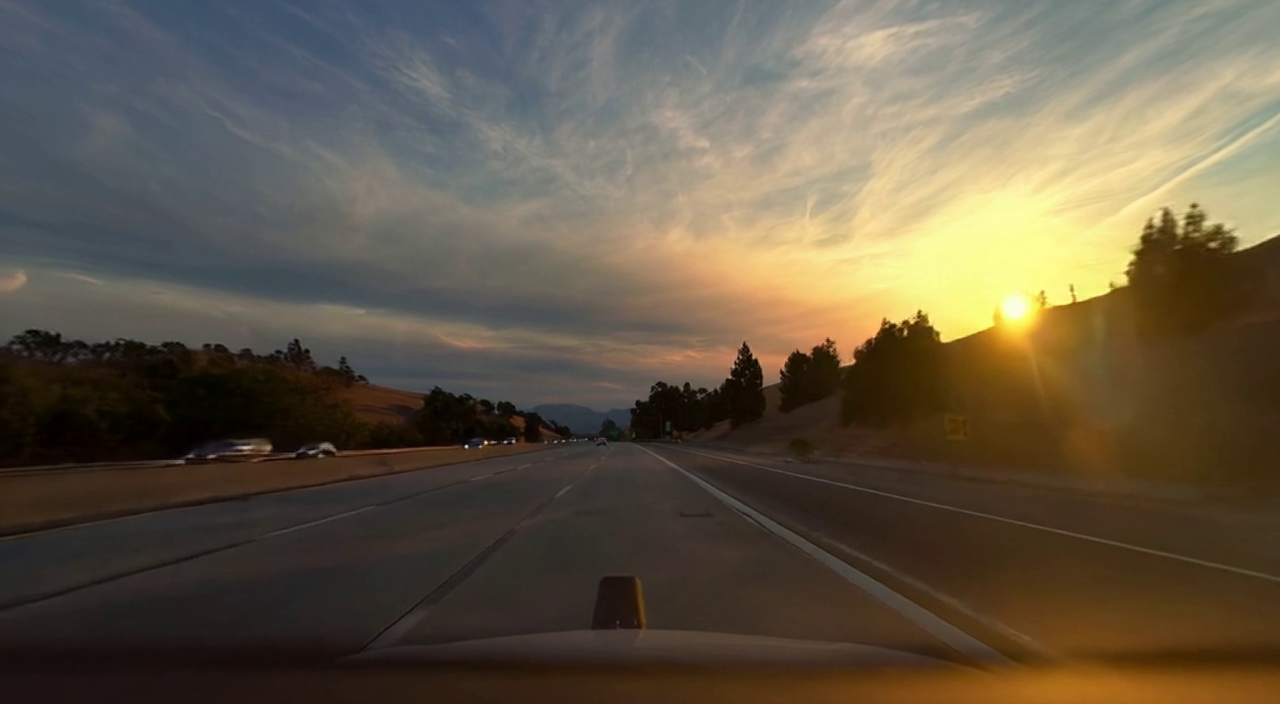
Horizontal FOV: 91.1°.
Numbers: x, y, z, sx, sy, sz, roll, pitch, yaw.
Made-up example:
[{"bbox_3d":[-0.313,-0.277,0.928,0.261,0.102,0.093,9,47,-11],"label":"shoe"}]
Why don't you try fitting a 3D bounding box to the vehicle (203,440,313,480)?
[{"bbox_3d":[-16.083,4.522,26.772,1.870,1.524,4.571,0,-8,-1],"label":"vehicle"}]
